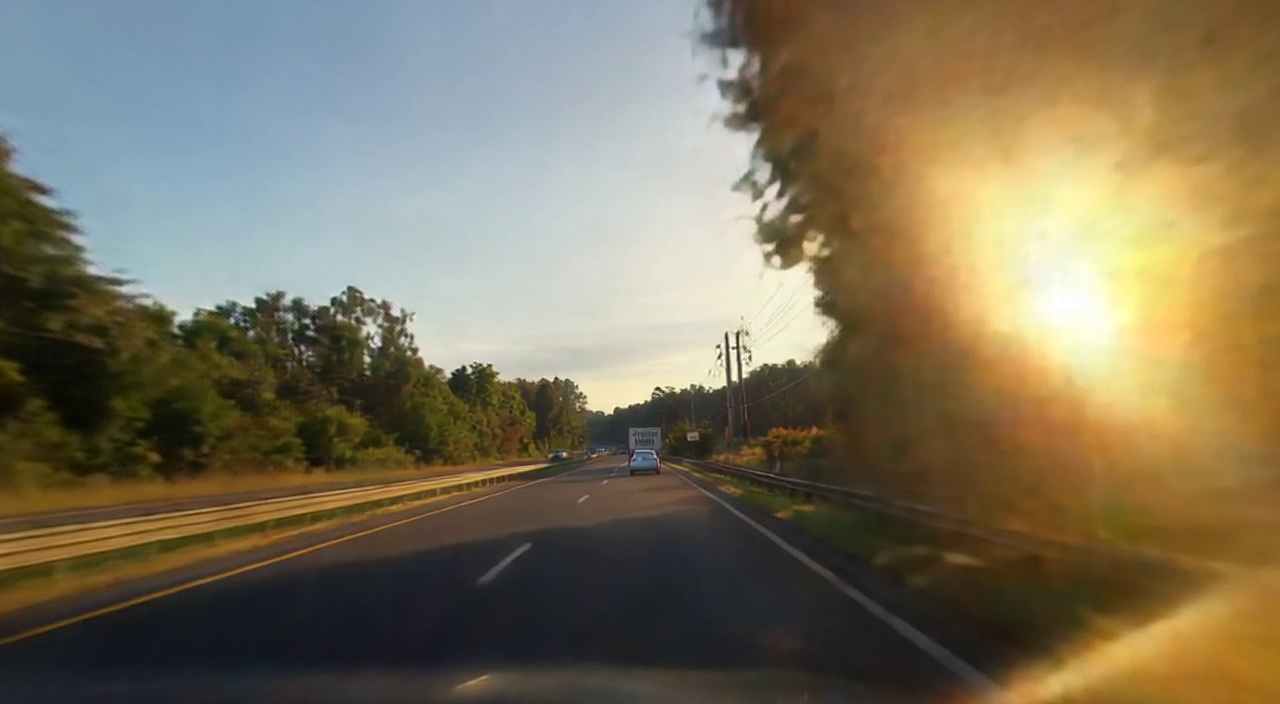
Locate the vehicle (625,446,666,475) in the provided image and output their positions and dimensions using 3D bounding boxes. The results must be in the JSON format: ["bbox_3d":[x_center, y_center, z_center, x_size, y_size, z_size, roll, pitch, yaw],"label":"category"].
[{"bbox_3d":[0.267,5.903,34.353,2.080,1.486,3.813,0,-9,-1],"label":"vehicle"}]
